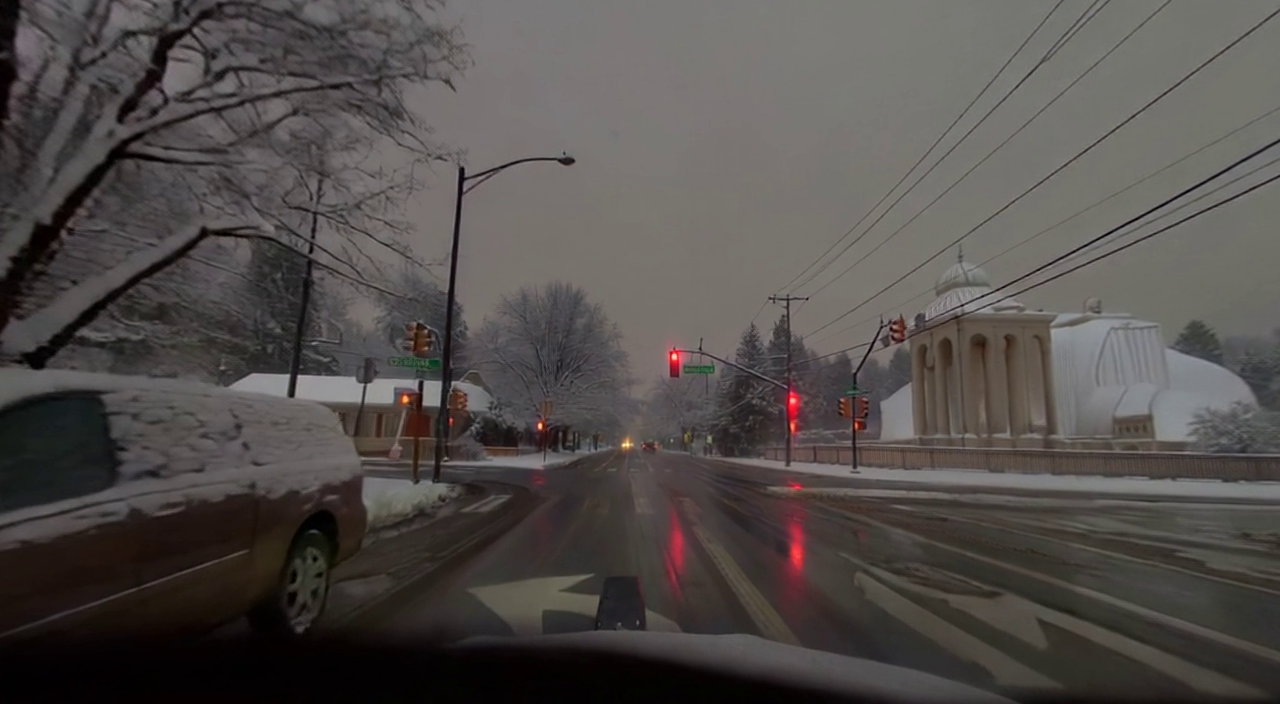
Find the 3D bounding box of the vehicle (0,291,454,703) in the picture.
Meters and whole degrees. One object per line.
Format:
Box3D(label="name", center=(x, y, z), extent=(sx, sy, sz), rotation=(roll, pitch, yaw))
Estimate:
Box3D(label="vehicle", center=(-3.319, 1.006, 3.939), extent=(2.271, 1.885, 6.346), rotation=(0, -9, 1))
